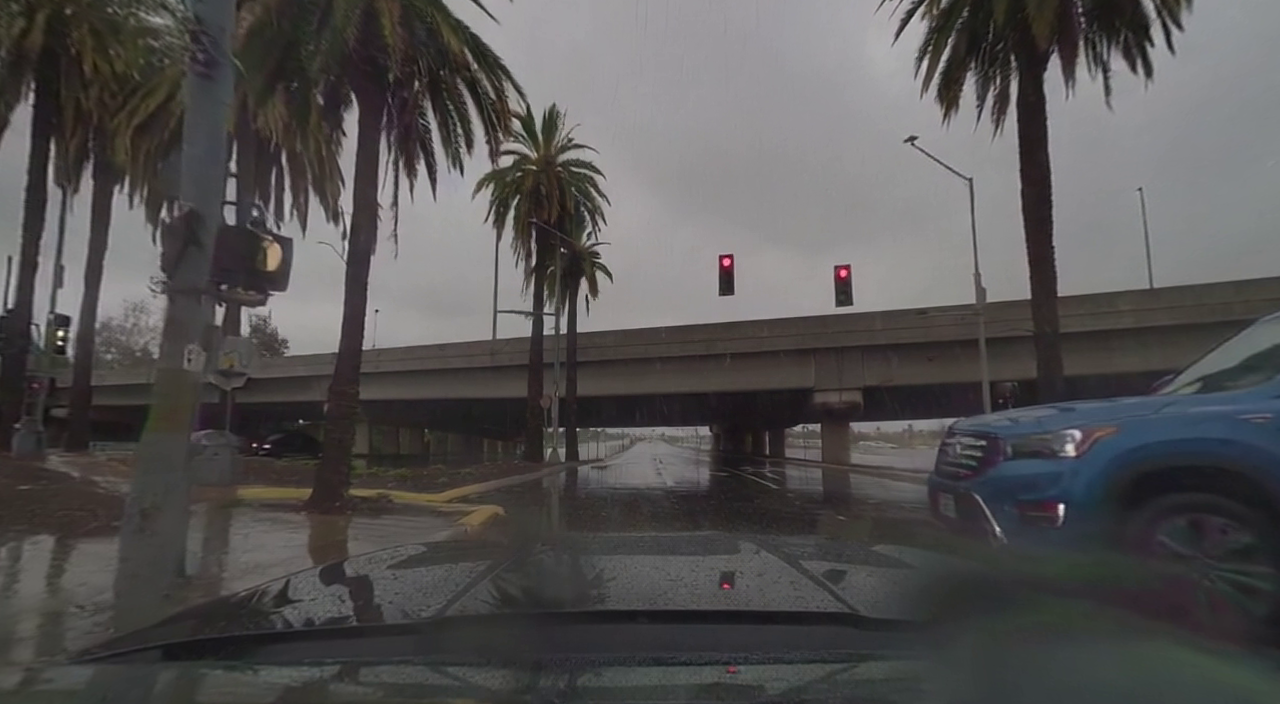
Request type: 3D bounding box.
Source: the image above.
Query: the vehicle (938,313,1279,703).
[{"bbox_3d":[3.450,0.792,2.698,2.028,1.770,4.737,0,-9,0],"label":"vehicle"}]

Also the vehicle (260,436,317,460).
[{"bbox_3d":[-26.238,7.187,47.122,1.941,1.631,4.017,0,-9,0],"label":"vehicle"}]

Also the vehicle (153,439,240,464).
[{"bbox_3d":[-26.535,5.974,37.851,1.830,1.443,4.551,0,-9,2],"label":"vehicle"}]
